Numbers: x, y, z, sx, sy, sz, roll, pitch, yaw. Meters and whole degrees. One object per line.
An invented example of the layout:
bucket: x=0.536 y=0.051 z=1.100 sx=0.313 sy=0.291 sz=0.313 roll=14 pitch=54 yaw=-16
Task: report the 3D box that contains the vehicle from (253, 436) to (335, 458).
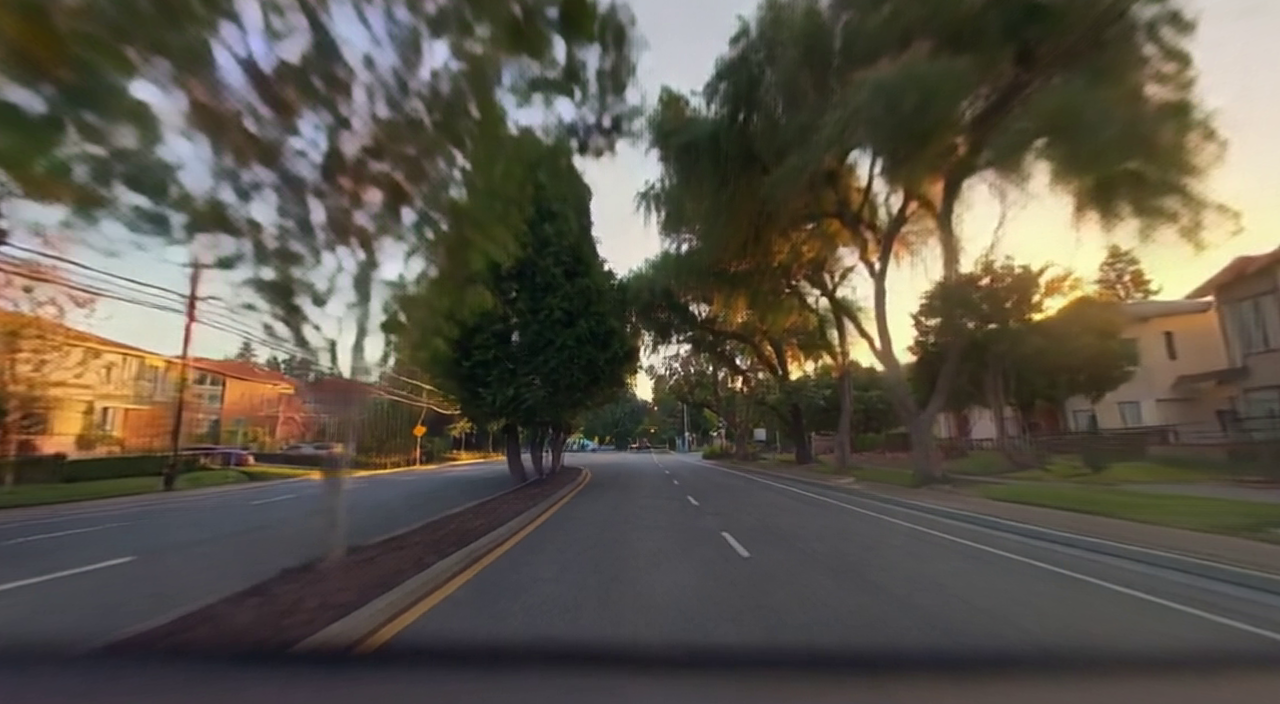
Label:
vehicle: x=-22.804 y=6.244 z=41.632 sx=4.265 sy=1.393 sz=2.071 roll=0 pitch=-8 yaw=4
